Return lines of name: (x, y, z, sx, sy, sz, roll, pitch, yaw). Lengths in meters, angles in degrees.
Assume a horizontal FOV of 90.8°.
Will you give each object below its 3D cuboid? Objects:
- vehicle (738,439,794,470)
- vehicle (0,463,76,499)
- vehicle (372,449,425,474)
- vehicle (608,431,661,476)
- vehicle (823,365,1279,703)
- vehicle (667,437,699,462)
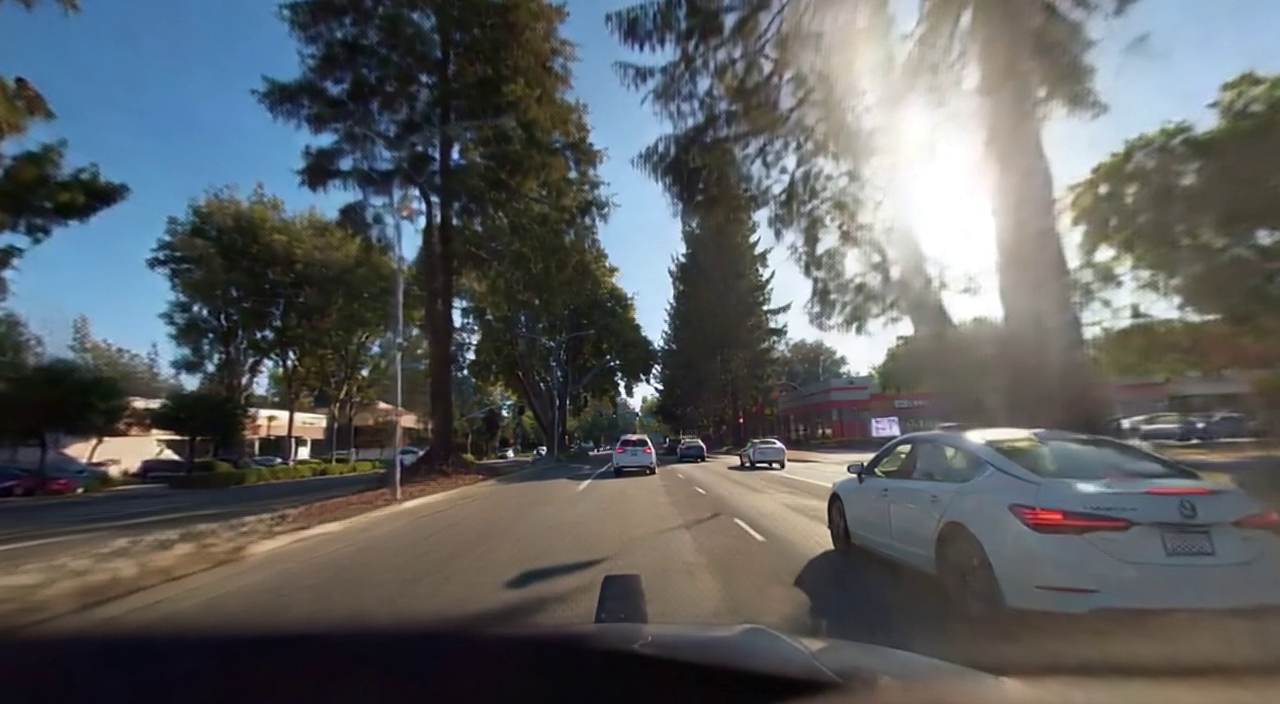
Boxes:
vehicle: (6.347, 5.208, 32.301, 1.883, 1.452, 4.258, 0, -8, -1)
vehicle: (-30.325, 6.314, 30.692, 4.058, 1.535, 1.826, -2, -8, -2)
vehicle: (-17.245, 7.823, 45.278, 1.984, 1.492, 4.677, -5, -8, -1)
vehicle: (-0.234, 4.398, 27.512, 2.106, 1.798, 4.168, 0, -8, 0)
vehicle: (3.271, 1.212, 5.137, 2.153, 1.658, 4.485, 0, -8, -1)
vehicle: (3.131, 7.159, 46.524, 2.000, 1.745, 4.206, 0, -8, -1)
